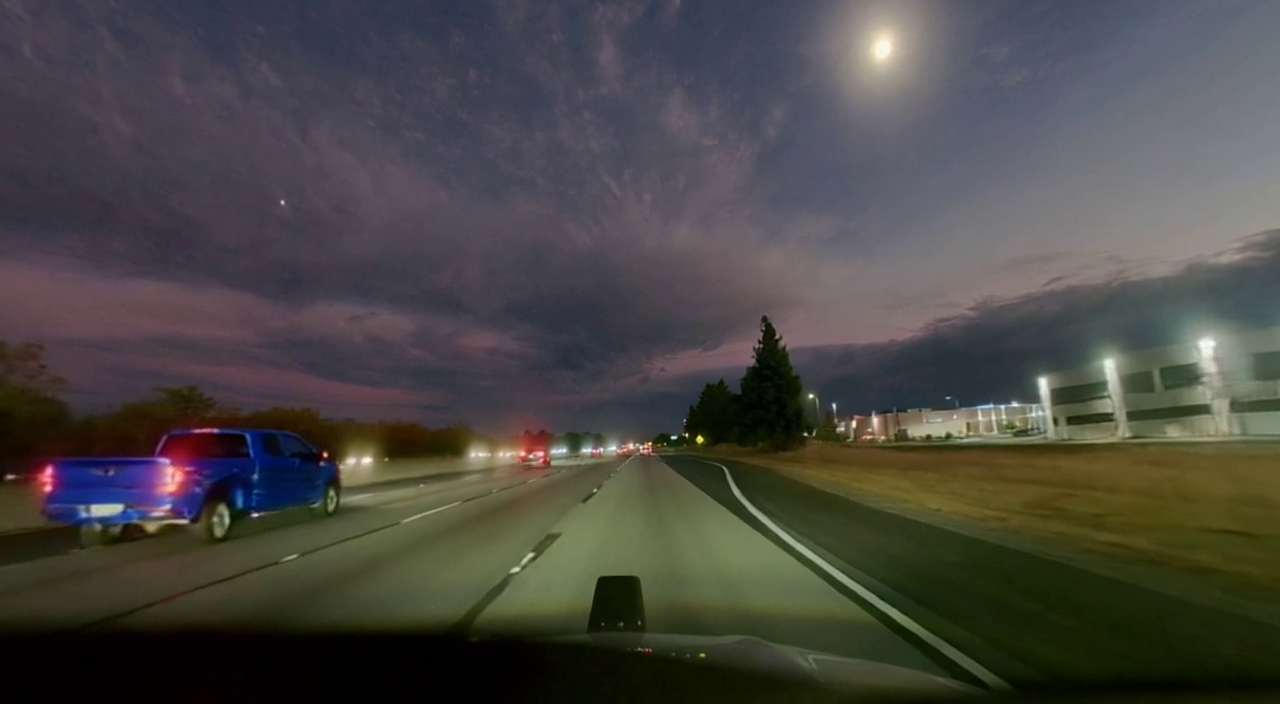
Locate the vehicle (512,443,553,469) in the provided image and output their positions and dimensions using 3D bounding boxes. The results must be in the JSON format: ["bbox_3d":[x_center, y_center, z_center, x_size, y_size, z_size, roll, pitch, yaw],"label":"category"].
[{"bbox_3d":[-7.338,7.143,43.575,2.021,1.699,4.324,0,-8,1],"label":"vehicle"}]

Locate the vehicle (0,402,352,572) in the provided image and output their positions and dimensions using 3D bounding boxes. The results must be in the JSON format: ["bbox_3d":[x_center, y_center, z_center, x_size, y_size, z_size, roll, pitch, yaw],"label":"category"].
[{"bbox_3d":[-7.169,1.960,10.195,2.156,1.911,5.956,0,-8,0],"label":"vehicle"}]
